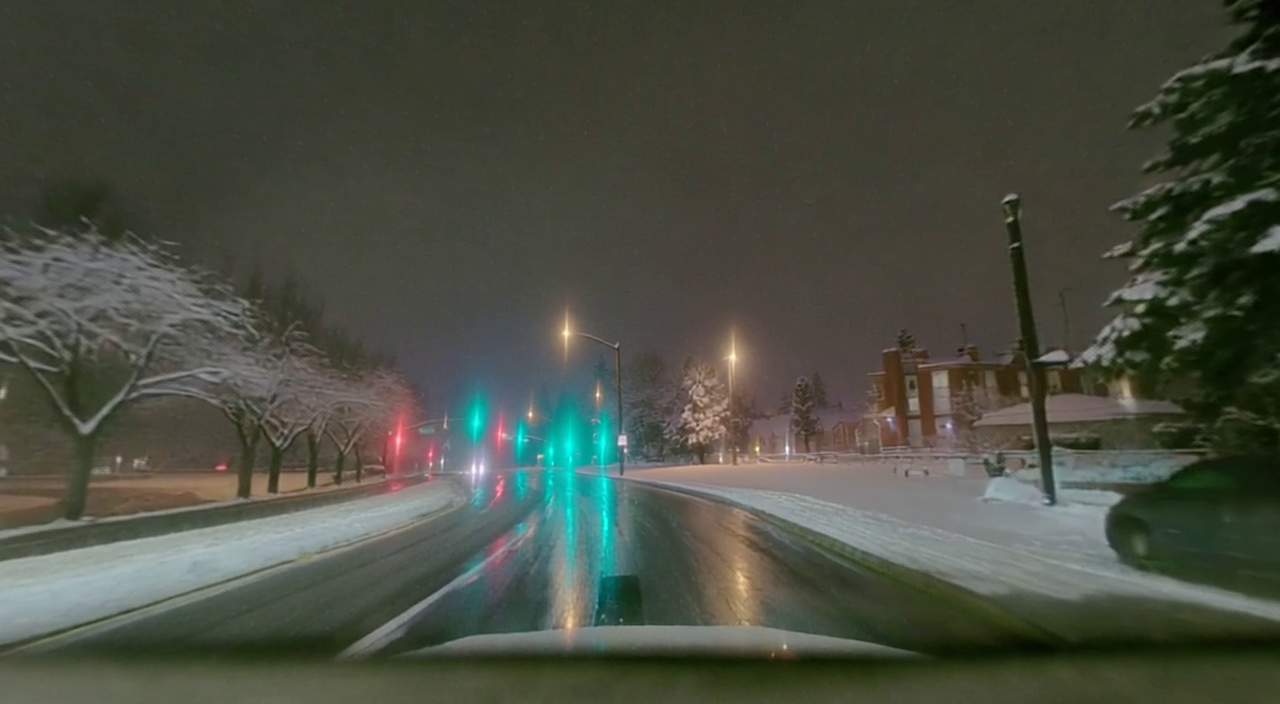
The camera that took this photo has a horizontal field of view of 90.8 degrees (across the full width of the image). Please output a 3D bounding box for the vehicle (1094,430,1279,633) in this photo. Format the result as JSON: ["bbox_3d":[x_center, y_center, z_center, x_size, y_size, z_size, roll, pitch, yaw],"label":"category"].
[{"bbox_3d":[7.820,1.845,6.696,2.456,2.057,5.270,-3,-9,7],"label":"vehicle"}]
